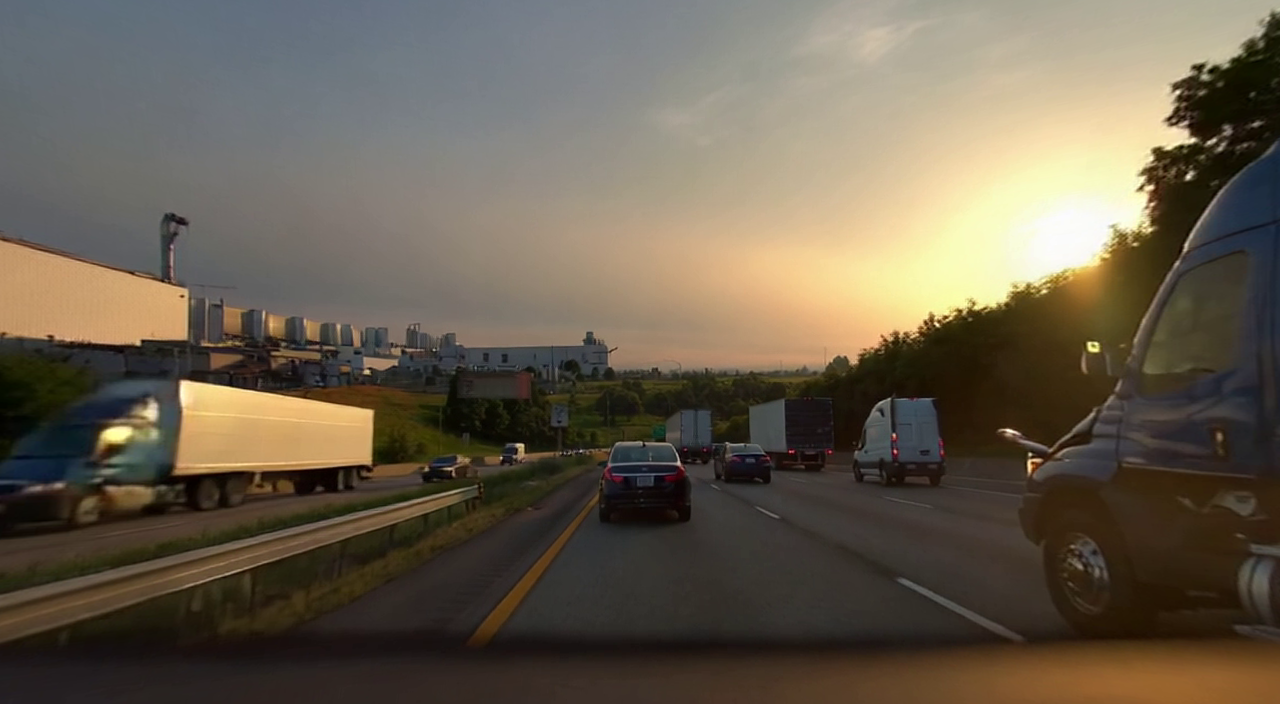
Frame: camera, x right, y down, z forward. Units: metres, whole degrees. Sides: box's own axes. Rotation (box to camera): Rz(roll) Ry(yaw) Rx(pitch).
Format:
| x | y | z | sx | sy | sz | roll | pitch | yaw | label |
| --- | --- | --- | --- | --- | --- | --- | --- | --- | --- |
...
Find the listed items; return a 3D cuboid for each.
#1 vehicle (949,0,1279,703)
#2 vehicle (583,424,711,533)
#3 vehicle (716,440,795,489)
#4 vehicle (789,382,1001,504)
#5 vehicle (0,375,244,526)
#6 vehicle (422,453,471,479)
| x | y | z | sx | sy | sz | roll | pitch | yaw | label |
| --- | --- | --- | --- | --- | --- | --- | --- | --- | --- |
| 4.209 | -0.115 | 2.263 | 2.987 | 3.877 | 5.881 | 0 | -9 | 0 | vehicle |
| 0.114 | 2.232 | 11.490 | 1.965 | 1.664 | 3.428 | 0 | -9 | 0 | vehicle |
| 3.840 | 3.803 | 21.433 | 1.859 | 1.512 | 3.711 | 0 | -9 | -2 | vehicle |
| 7.997 | 3.208 | 21.887 | 2.799 | 3.188 | 10.578 | 0 | -9 | -1 | vehicle |
| -15.923 | 3.052 | 19.678 | 3.025 | 3.994 | 5.884 | 0 | -9 | -1 | vehicle |
| -12.341 | 7.272 | 40.133 | 1.917 | 1.518 | 3.802 | 0 | -9 | 0 | vehicle |
